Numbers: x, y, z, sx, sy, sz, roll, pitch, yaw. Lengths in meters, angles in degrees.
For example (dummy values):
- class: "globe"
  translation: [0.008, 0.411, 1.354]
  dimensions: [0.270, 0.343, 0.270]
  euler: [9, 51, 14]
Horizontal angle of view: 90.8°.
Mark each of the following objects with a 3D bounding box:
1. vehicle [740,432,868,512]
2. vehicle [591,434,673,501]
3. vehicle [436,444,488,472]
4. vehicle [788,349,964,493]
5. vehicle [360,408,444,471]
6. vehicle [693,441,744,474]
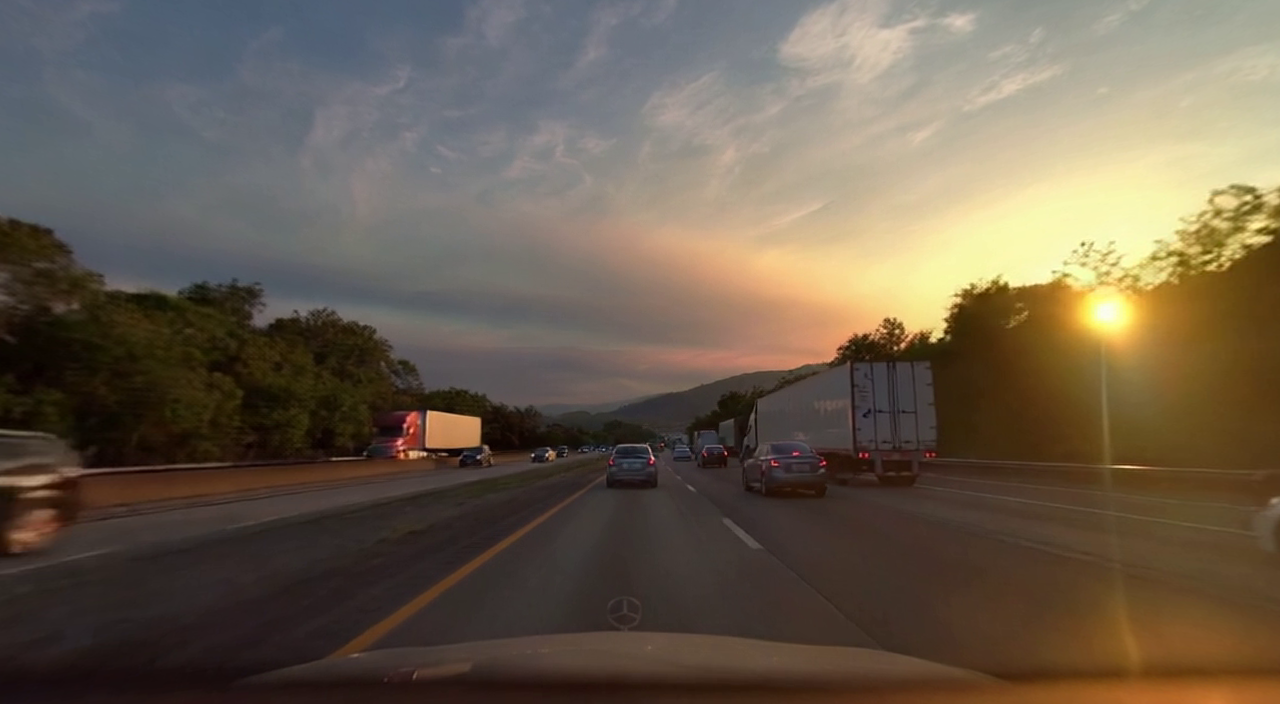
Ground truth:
- class: "vehicle"
  translation: [3.635, 2.737, 14.792]
  dimensions: [1.920, 1.594, 3.867]
  euler: [0, -9, 0]
- class: "vehicle"
  translation: [-0.168, 3.134, 17.416]
  dimensions: [2.023, 1.618, 3.628]
  euler: [0, -9, 1]
- class: "vehicle"
  translation: [-11.601, 6.925, 41.442]
  dimensions: [2.044, 1.706, 4.619]
  euler: [0, -9, 1]
- class: "vehicle"
  translation: [7.628, 2.573, 22.069]
  dimensions: [2.823, 4.063, 8.485]
  euler: [0, -9, 1]
- class: "vehicle"
  translation: [-15.644, 5.866, 42.019]
  dimensions: [2.934, 3.853, 6.135]
  euler: [-1, -9, 2]
- class: "vehicle"
  translation: [4.135, 5.609, 33.824]
  dimensions: [2.150, 1.632, 4.260]
  euler: [0, -9, 0]
